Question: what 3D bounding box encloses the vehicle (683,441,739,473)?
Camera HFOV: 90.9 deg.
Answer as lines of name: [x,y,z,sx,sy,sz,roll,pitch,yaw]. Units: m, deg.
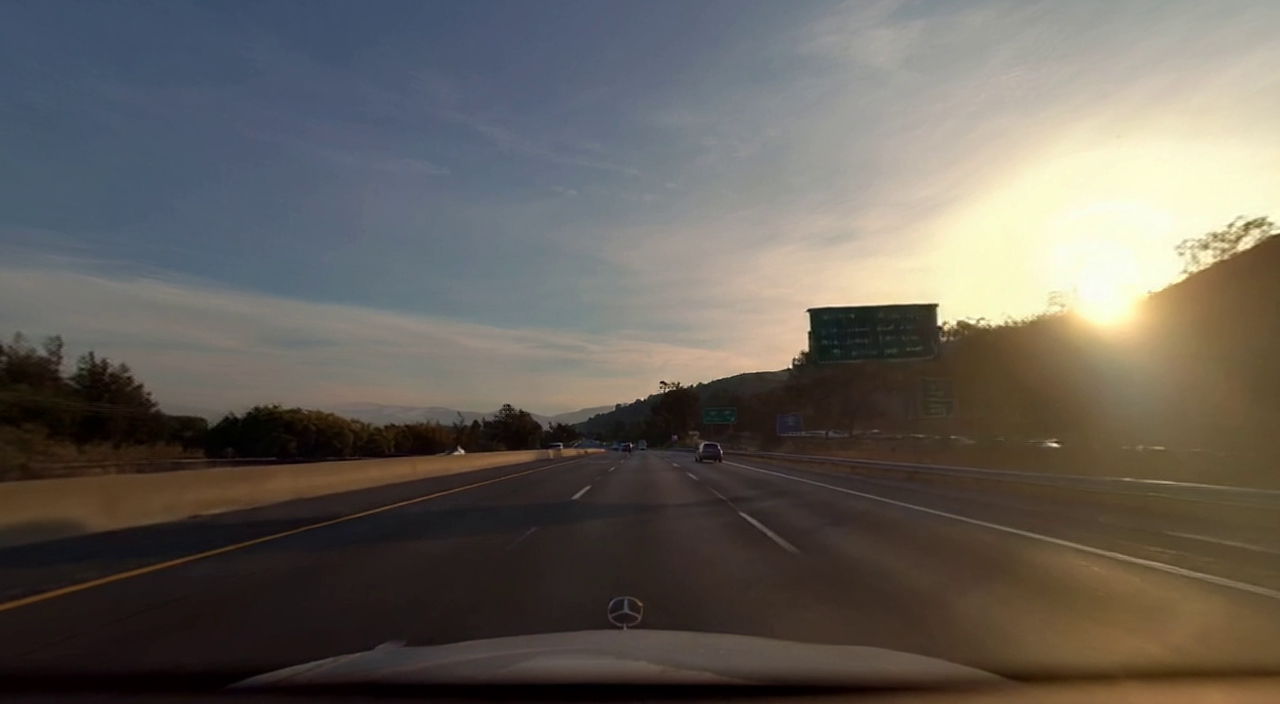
vehicle: [3.485,5.271,31.893,2.193,1.462,4.533,0,-8,-1]
